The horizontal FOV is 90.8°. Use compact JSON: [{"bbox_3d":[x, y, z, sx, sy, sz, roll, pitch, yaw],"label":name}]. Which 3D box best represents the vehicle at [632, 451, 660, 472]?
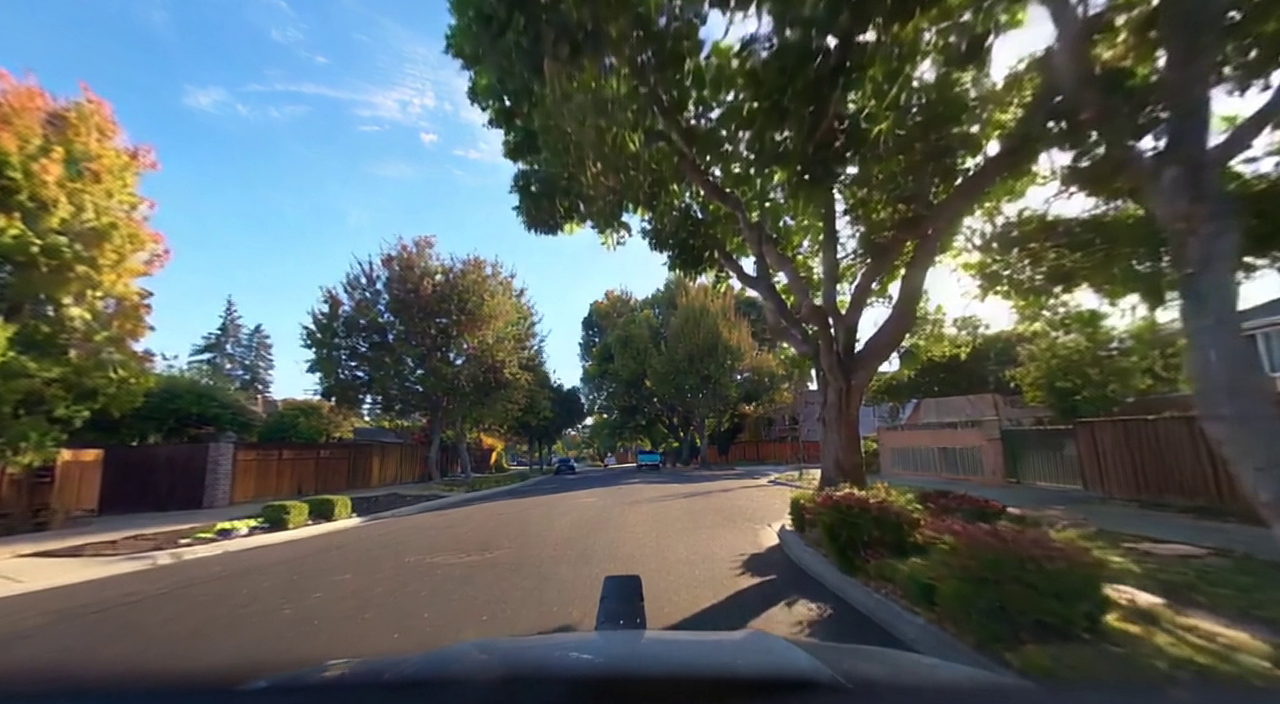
[{"bbox_3d":[0.421,8.431,48.825,2.064,1.477,3.968,0,-9,0],"label":"vehicle"}]
